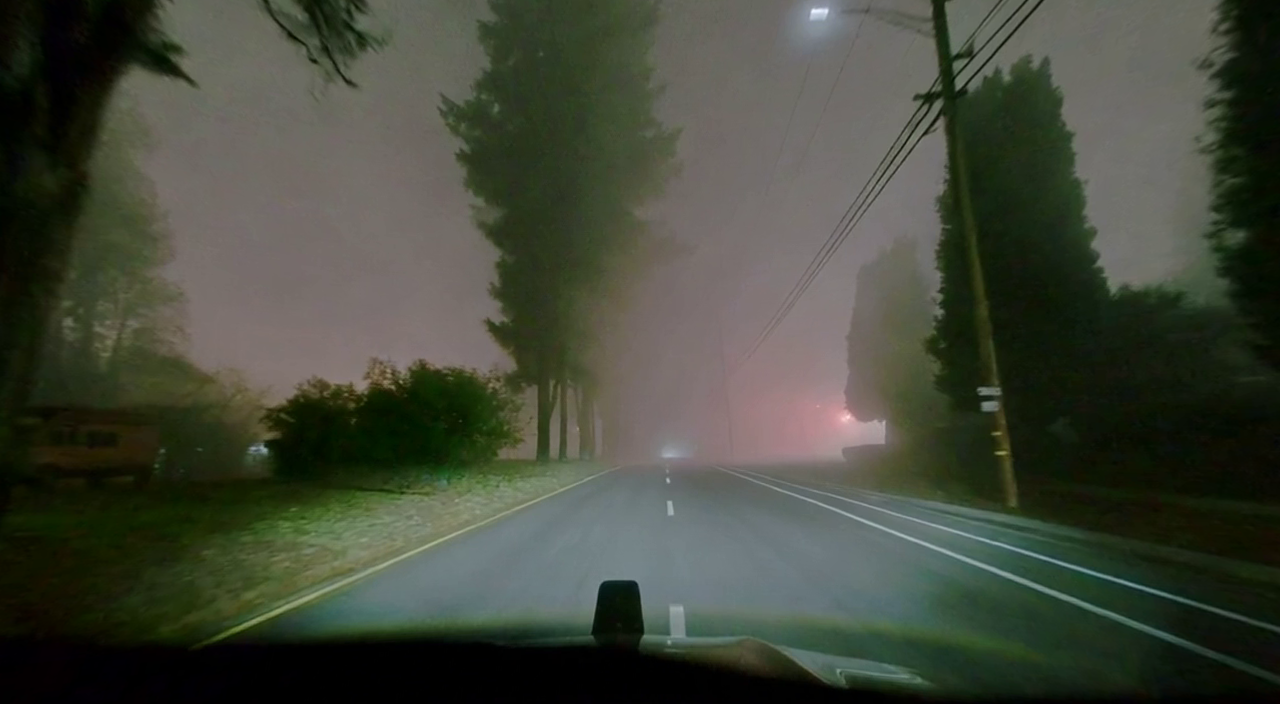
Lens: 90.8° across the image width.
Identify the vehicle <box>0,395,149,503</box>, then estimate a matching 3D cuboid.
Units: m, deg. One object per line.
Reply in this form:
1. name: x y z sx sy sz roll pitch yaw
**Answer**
1. vehicle: -17.860 3.008 19.696 2.622 2.983 3.006 -3 -8 -2
